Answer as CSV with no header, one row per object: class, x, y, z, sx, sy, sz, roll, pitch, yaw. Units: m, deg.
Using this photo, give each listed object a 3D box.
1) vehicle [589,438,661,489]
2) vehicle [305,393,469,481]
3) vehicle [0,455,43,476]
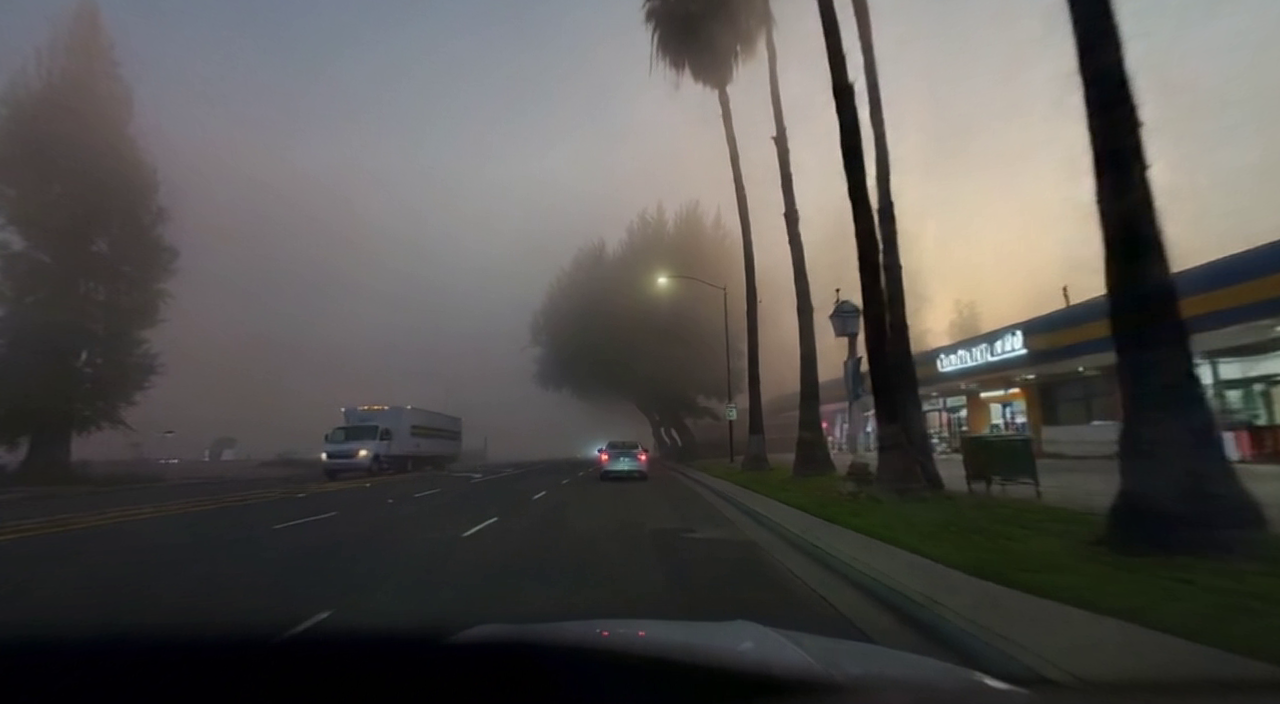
vehicle,-0.462,3.553,20.466,2.076,1.486,4.119,0,-8,-1
vehicle,-11.790,4.314,31.547,3.022,3.532,12.586,0,-8,0
vehicle,-48.656,8.794,49.121,4.087,1.460,1.861,-4,-9,27
